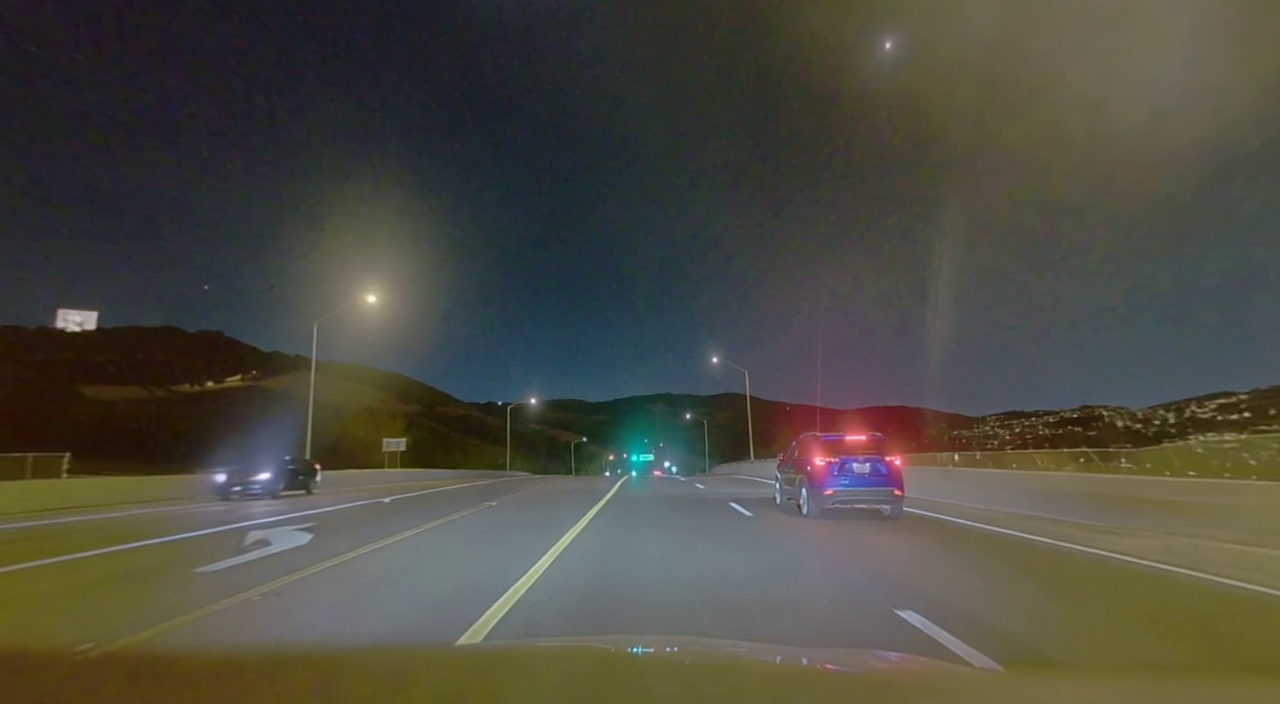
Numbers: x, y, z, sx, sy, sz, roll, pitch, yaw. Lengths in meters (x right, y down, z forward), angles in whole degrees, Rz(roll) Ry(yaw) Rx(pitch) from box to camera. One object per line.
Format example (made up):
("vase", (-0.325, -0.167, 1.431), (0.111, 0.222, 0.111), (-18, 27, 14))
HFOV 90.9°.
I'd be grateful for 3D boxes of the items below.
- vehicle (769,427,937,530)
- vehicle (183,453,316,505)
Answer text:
("vehicle", (4.088, 2.489, 12.993), (1.989, 1.730, 4.324), (0, -9, 1))
("vehicle", (-13.894, 4.496, 22.807), (1.918, 1.642, 4.391), (0, -9, 1))
